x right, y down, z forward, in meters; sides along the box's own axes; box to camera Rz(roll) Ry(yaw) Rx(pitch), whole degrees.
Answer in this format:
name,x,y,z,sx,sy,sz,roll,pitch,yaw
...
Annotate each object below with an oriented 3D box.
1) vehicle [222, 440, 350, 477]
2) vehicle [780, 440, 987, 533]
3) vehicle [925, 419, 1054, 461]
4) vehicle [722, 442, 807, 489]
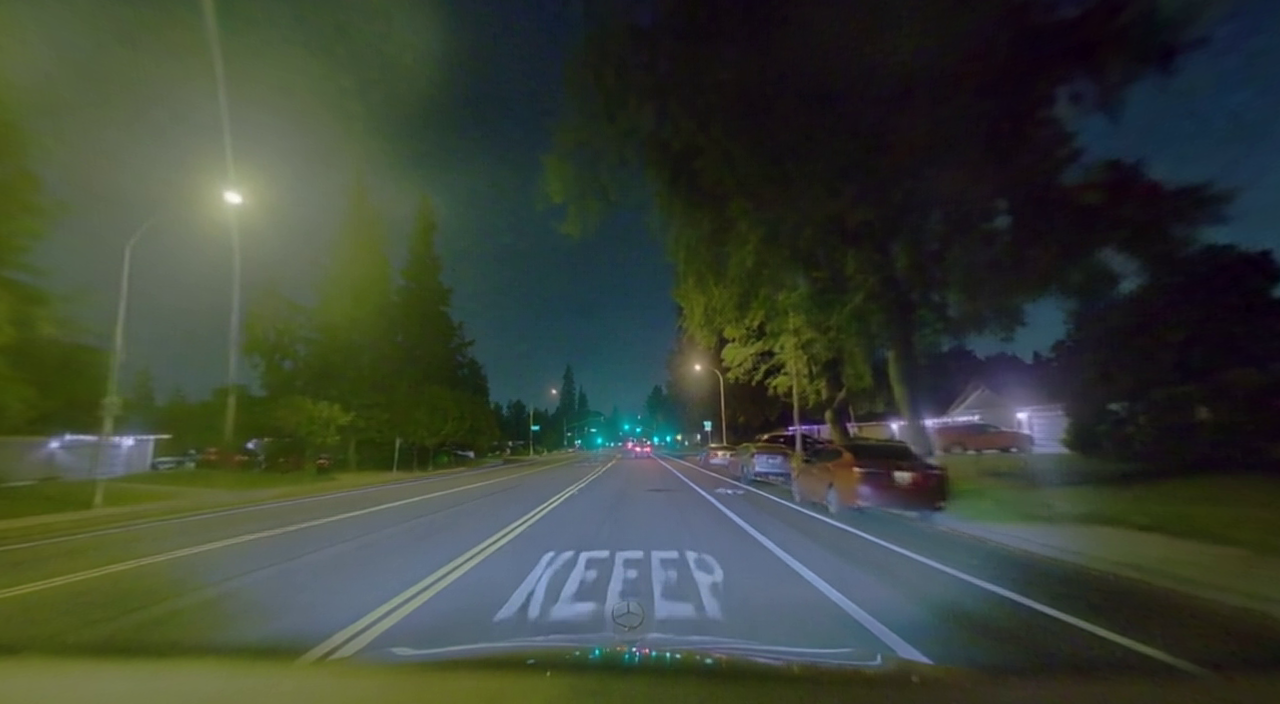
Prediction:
name,x,y,z,sx,sy,sz,roll,pitch,yaw
vehicle,-19.383,5.843,34.675,5.684,1.934,2.217,0,-8,1
vehicle,4.514,2.547,12.761,1.968,1.467,5.107,0,-8,-2
vehicle,18.162,4.580,32.859,5.481,1.869,2.195,-2,-8,-7
vehicle,4.390,4.059,23.018,1.999,1.512,4.826,0,-8,-2
